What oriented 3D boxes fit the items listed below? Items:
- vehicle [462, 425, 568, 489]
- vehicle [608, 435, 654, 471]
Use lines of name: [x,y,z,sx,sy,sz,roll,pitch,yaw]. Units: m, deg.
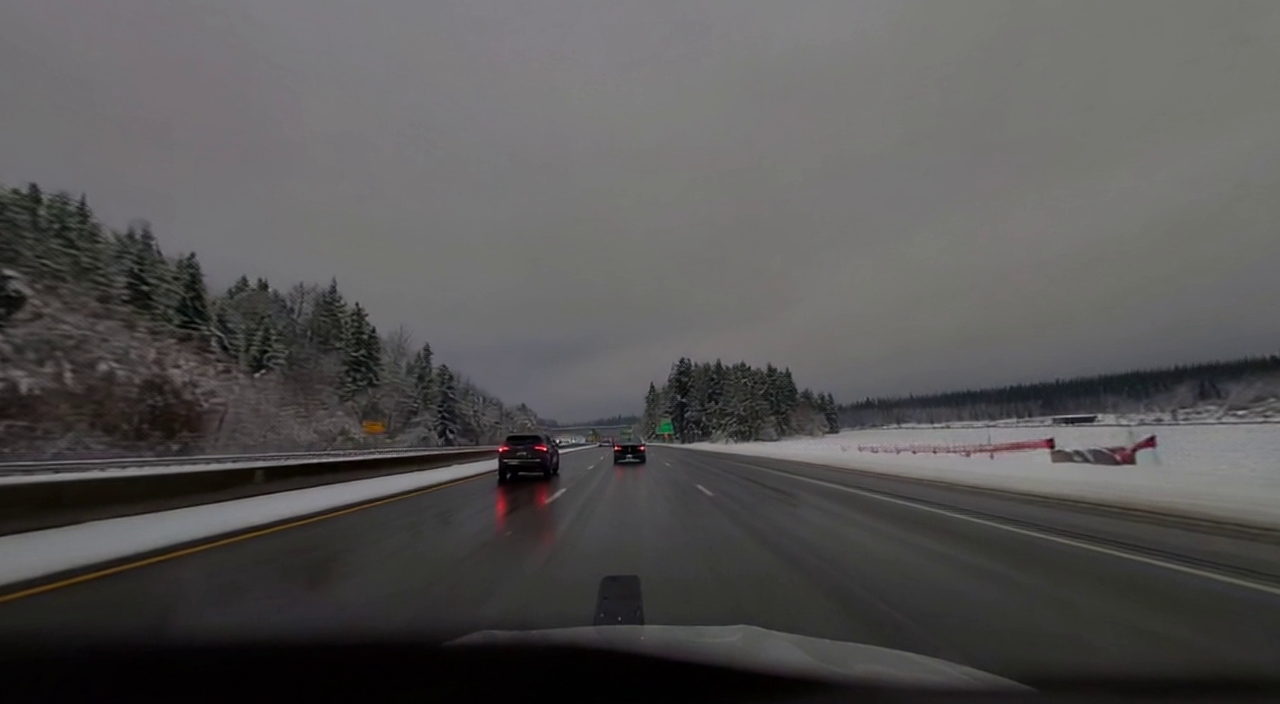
vehicle: [-3.633,3.158,19.268,2.264,1.699,4.648,0,-8,0]
vehicle: [-0.435,4.782,30.091,2.048,1.563,4.087,0,-8,-1]
